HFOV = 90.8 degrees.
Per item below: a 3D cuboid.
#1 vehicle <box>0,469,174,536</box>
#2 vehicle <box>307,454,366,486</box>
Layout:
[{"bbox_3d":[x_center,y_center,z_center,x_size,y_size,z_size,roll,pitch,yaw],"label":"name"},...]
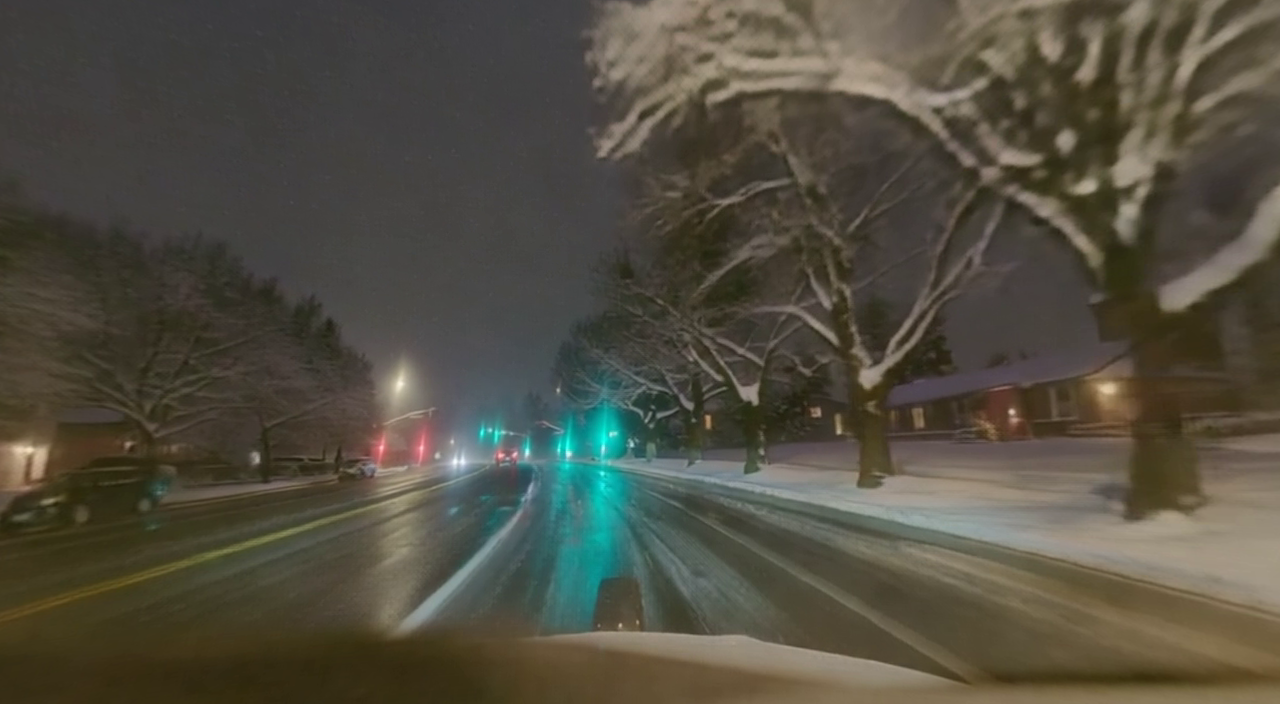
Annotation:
[{"bbox_3d":[-15.729,4.151,17.933,1.911,1.436,4.554,1,-8,-7],"label":"vehicle"},{"bbox_3d":[-19.391,7.555,40.602,2.029,1.726,5.366,-3,-9,-11],"label":"vehicle"}]
